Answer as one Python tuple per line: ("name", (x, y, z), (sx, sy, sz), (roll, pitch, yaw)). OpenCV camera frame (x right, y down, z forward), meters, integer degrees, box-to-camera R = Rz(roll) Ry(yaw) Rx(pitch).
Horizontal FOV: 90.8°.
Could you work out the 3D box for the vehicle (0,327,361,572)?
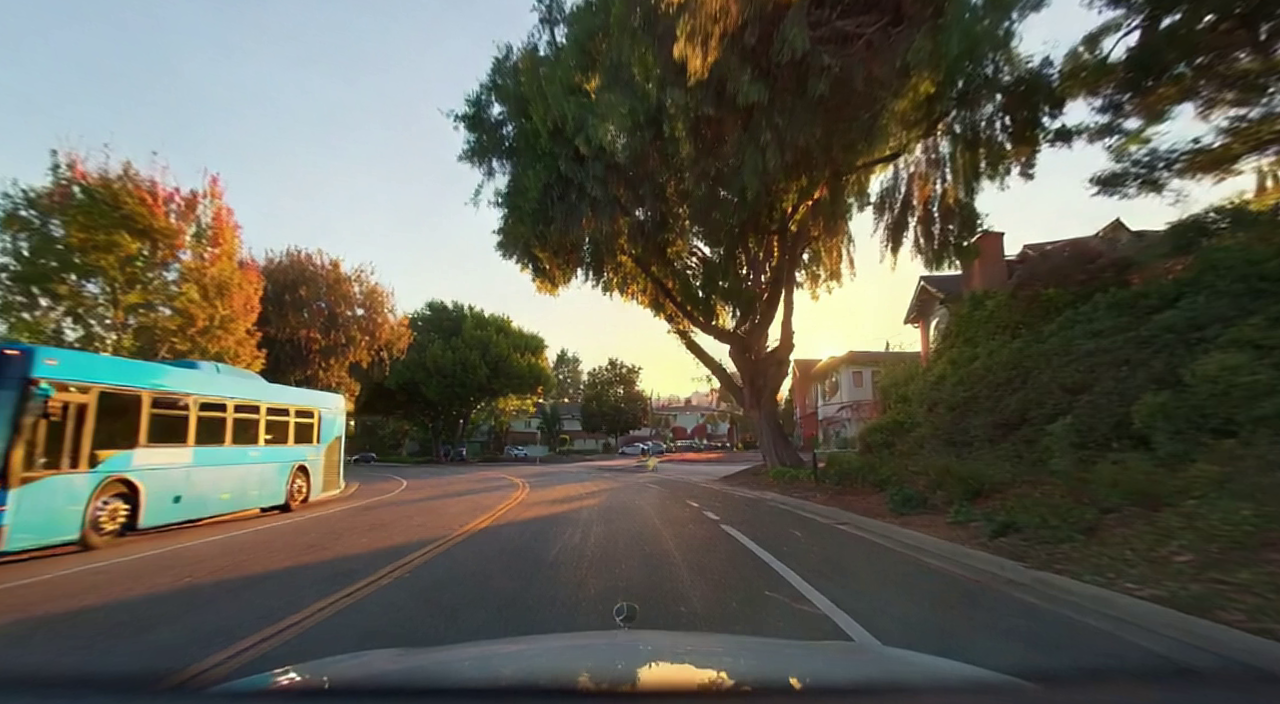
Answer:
("vehicle", (-8.603, 1.776, 11.922), (2.886, 2.994, 8.380), (0, -8, 0))
